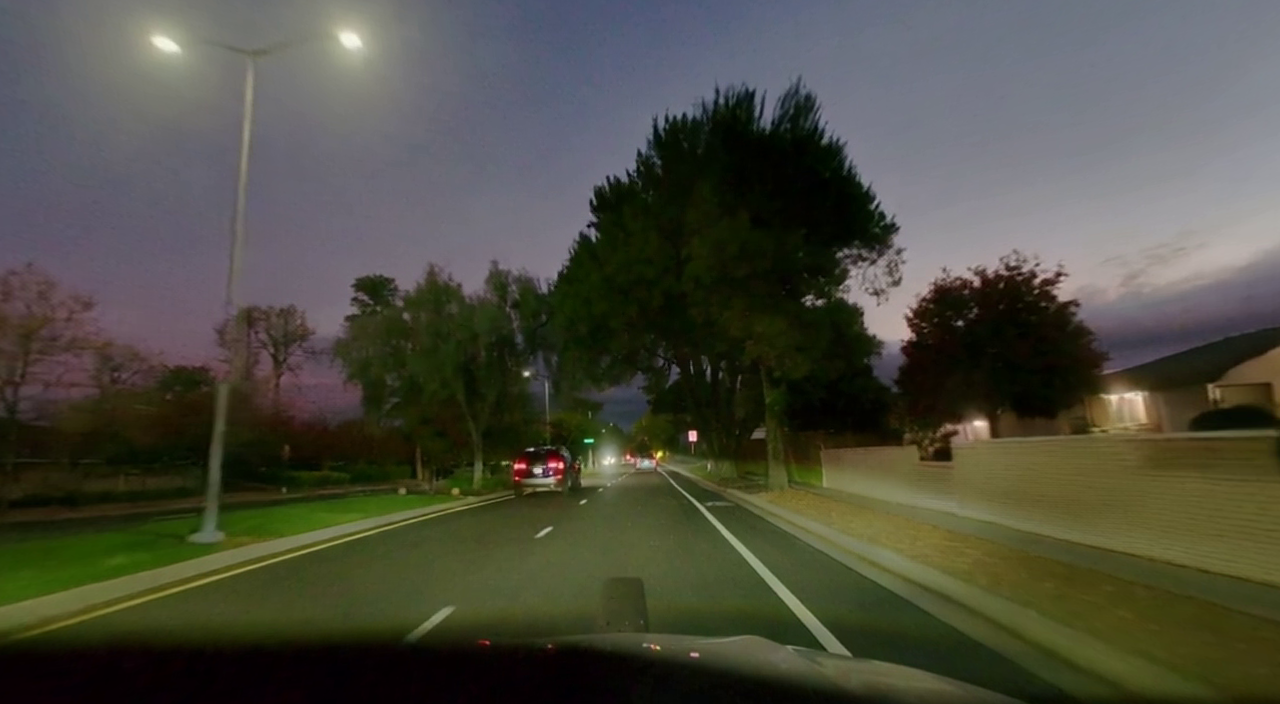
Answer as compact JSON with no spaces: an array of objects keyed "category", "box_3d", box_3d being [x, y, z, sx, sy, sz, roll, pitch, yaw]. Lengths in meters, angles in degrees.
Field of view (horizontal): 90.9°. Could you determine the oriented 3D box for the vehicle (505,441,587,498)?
[{"category":"vehicle","box_3d":[-3.110,3.997,21.882,2.073,1.770,4.302,0,-8,1]}]
